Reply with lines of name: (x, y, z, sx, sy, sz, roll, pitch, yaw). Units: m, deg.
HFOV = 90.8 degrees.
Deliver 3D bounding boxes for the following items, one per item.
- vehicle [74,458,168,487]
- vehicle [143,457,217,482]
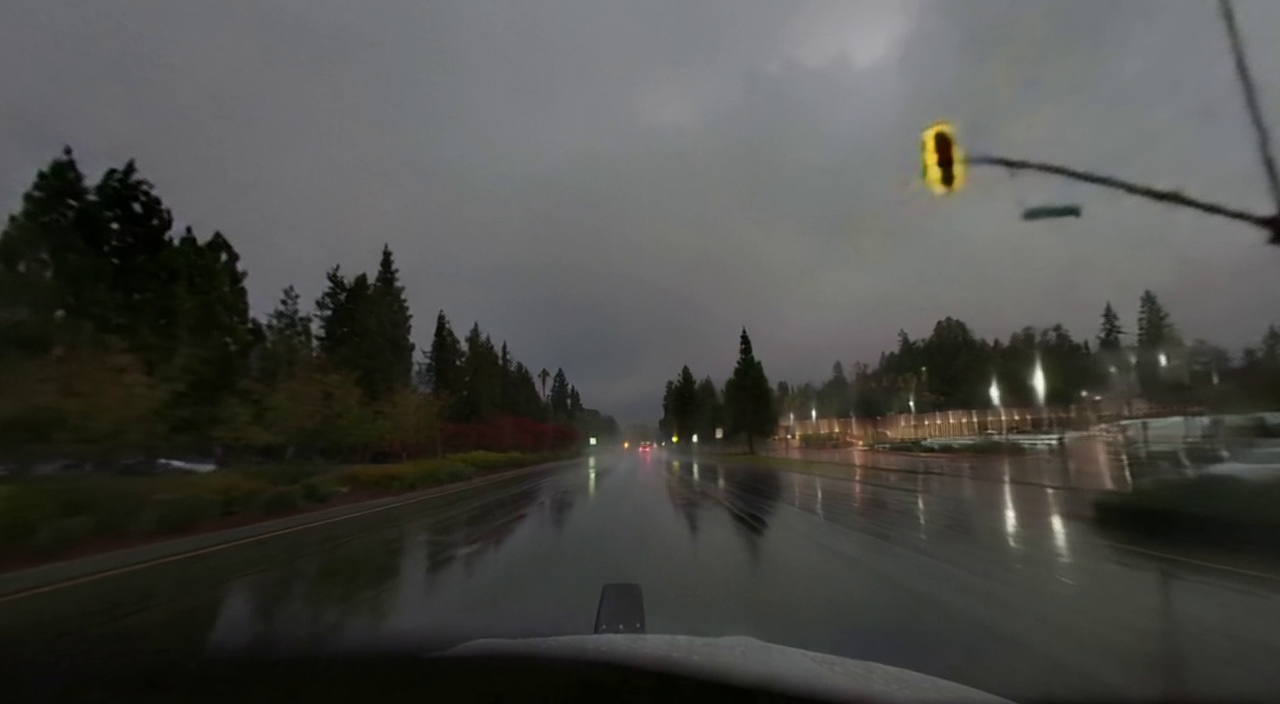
vehicle: (-33.036, 7.664, 40.404, 1.998, 1.538, 4.666, -2, -9, 1)
vehicle: (-32.912, 8.397, 45.355, 1.994, 1.599, 4.308, -2, -9, 0)
